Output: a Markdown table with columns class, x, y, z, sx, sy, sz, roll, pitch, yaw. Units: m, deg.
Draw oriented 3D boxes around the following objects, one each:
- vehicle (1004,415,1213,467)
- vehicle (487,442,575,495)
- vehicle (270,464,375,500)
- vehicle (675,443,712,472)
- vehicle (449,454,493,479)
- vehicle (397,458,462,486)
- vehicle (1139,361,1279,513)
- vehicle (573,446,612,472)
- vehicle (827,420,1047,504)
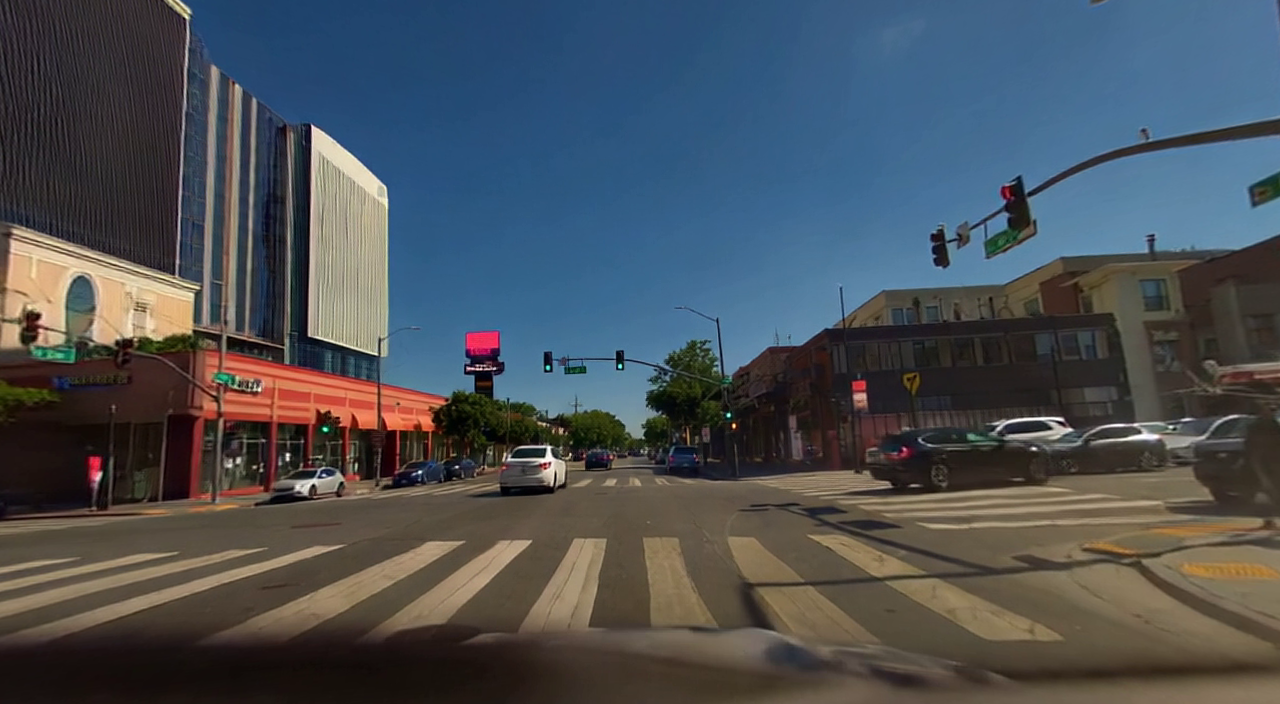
| class | x | y | z | sx | sy | sz | roll | pitch | yaw |
| --- | --- | --- | --- | --- | --- | --- | --- | --- | --- |
| vehicle | 14.093 | 2.711 | 19.187 | 4.801 | 1.497 | 1.895 | 0 | -8 | 0 |
| vehicle | -3.298 | 3.593 | 19.834 | 1.973 | 1.496 | 3.713 | 0 | -8 | 2 |
| vehicle | -15.222 | 6.239 | 30.552 | 1.999 | 1.466 | 4.535 | -2 | -9 | 14 |
| vehicle | 3.395 | 6.826 | 40.970 | 1.924 | 1.765 | 3.954 | 0 | -8 | -2 |
| vehicle | -11.980 | 8.095 | 44.919 | 1.933 | 1.628 | 3.973 | 0 | -8 | 2 |
| vehicle | -12.309 | 7.042 | 37.131 | 1.934 | 1.434 | 4.636 | -1 | -8 | 4 |
| vehicle | 11.968 | 1.380 | 10.321 | 5.523 | 2.219 | 2.251 | 0 | -8 | 1 |
| vehicle | -2.858 | 6.590 | 38.984 | 1.916 | 1.487 | 4.535 | 0 | -8 | 2 |
| vehicle | 6.348 | 2.264 | 13.351 | 4.540 | 1.480 | 2.153 | 6 | -10 | -35 |
